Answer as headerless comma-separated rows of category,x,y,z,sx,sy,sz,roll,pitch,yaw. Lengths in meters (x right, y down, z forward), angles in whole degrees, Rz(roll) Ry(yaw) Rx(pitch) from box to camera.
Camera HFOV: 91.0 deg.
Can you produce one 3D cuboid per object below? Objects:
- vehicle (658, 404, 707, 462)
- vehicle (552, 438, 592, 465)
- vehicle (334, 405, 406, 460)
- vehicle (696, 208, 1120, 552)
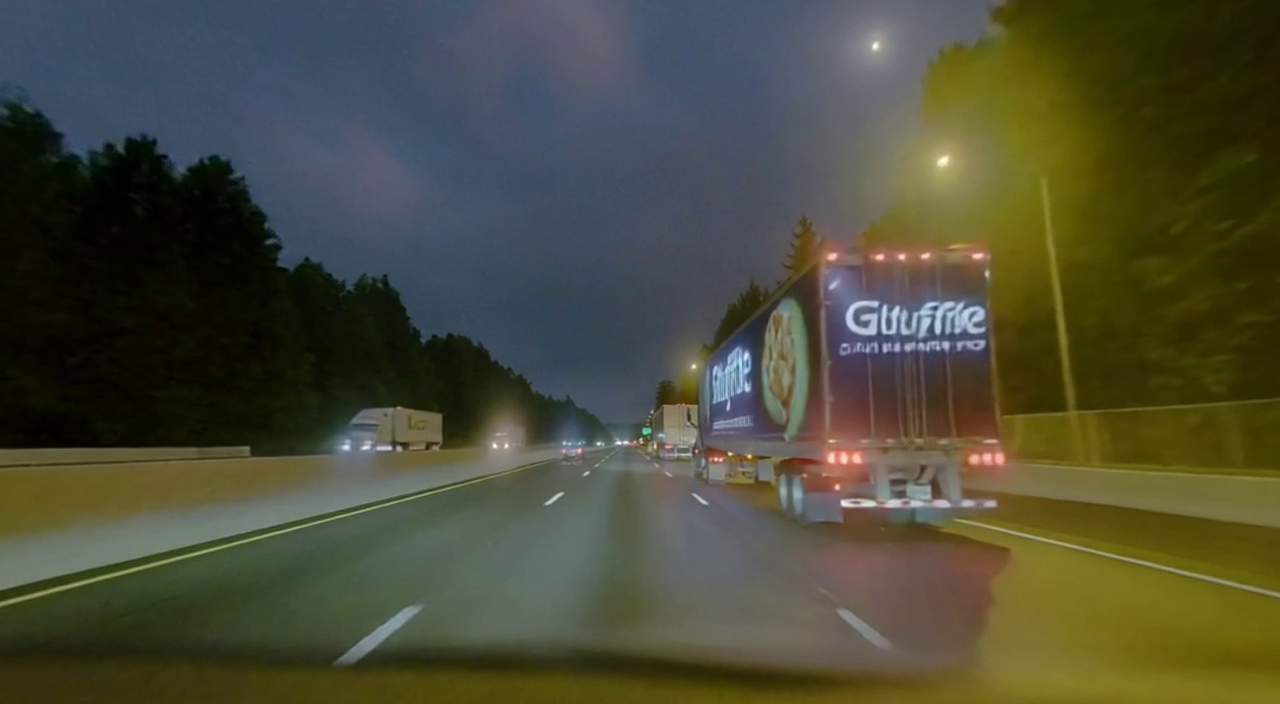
vehicle,3.064,6.401,48.596,3.085,4.062,8.965,0,-9,0
vehicle,-4.330,6.414,40.900,2.206,1.644,4.027,0,-8,-1
vehicle,-21.172,6.394,49.736,3.025,4.066,6.003,0,-8,-1
vehicle,3.630,1.216,14.096,3.116,3.992,13.748,0,-8,-2
